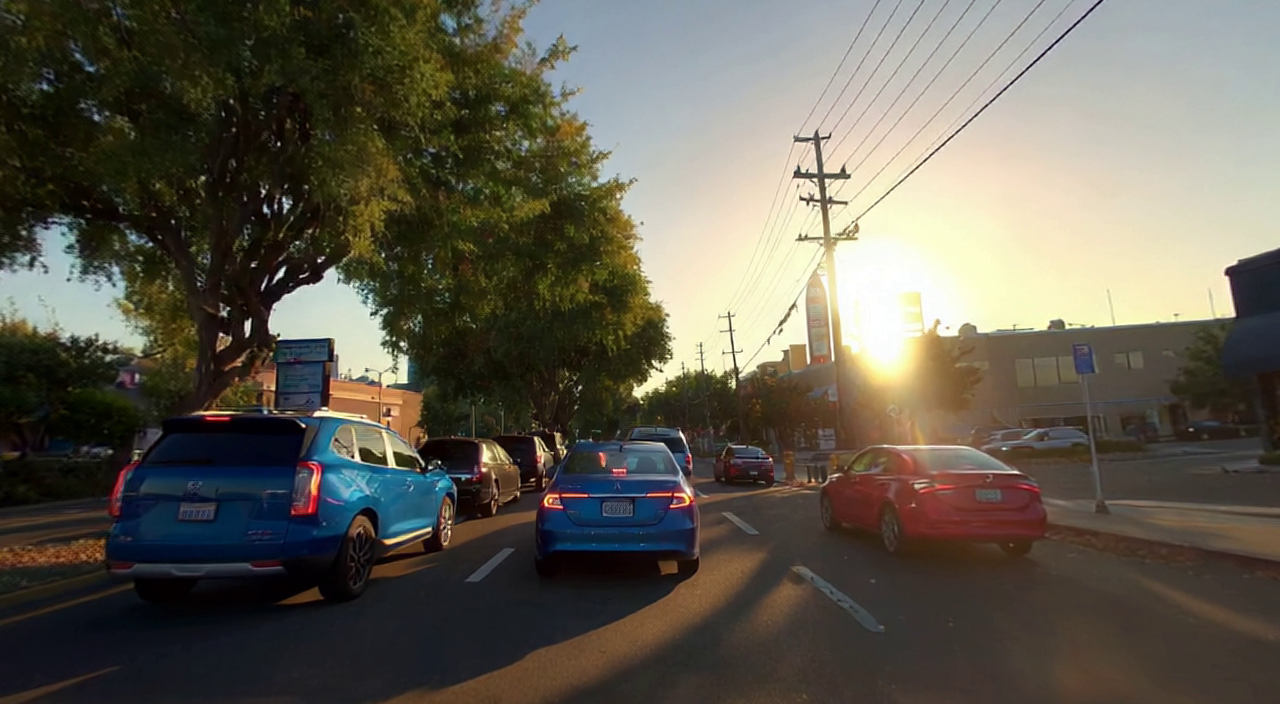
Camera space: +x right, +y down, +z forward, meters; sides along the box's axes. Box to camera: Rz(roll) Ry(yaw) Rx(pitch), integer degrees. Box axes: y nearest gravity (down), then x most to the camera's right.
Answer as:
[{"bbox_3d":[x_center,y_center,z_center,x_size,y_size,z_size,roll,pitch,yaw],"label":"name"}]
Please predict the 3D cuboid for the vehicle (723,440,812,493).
[{"bbox_3d":[3.816,3.494,19.679,1.876,1.456,4.025,0,-9,-1],"label":"vehicle"}]

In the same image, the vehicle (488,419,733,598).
[{"bbox_3d":[-0.310,1.631,7.392,2.097,1.511,3.809,0,-9,-2],"label":"vehicle"}]

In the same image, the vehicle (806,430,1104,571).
[{"bbox_3d":[3.918,1.898,8.925,1.909,1.473,4.361,0,-9,-1],"label":"vehicle"}]

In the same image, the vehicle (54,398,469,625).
[{"bbox_3d":[-3.439,1.520,6.972,1.979,1.697,4.254,0,-9,-1],"label":"vehicle"}]
